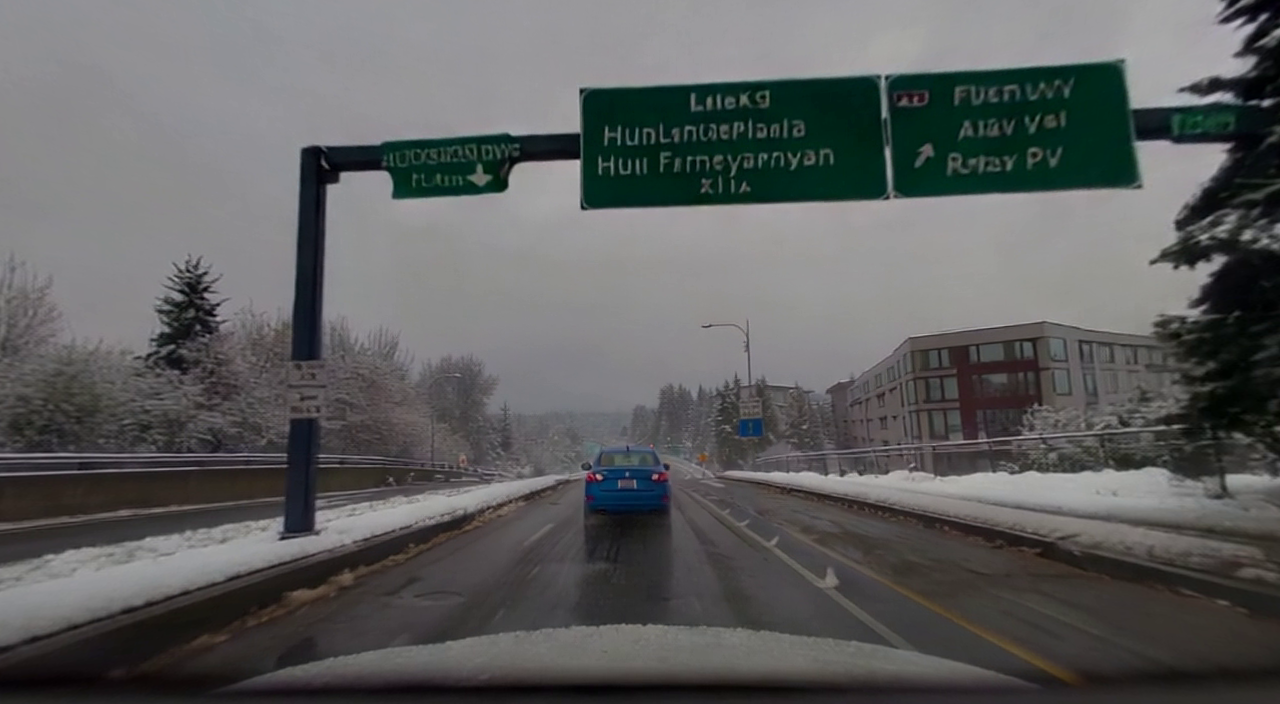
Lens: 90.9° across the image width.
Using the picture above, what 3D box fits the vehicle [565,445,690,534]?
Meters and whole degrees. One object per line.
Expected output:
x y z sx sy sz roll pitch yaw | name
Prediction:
-0.228 2.589 12.455 2.063 1.442 3.933 0 -9 0 | vehicle
